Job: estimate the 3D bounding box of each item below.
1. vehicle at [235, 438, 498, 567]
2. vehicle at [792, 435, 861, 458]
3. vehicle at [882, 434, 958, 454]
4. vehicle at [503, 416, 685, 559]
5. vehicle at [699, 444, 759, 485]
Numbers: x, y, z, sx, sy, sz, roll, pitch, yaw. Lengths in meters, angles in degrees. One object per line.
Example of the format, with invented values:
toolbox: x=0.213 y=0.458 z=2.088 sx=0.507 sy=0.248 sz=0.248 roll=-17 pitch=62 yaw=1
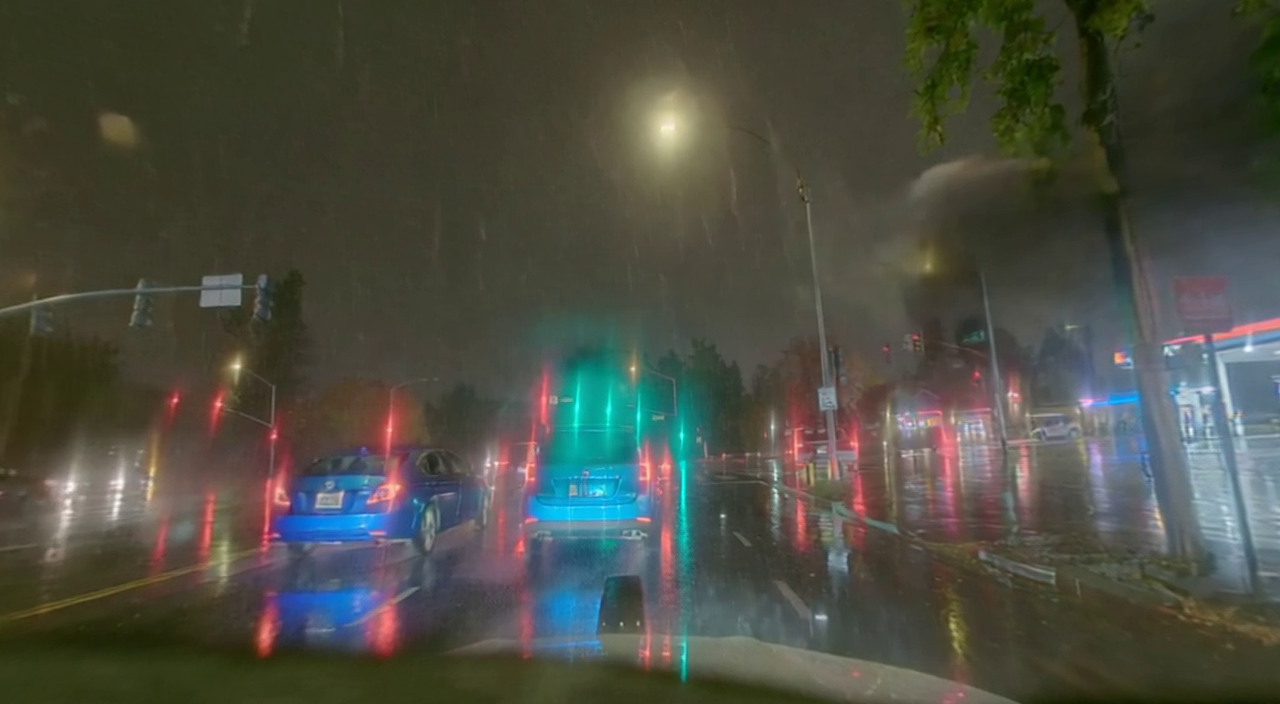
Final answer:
vehicle: x=-3.697 y=2.086 z=9.601 sx=2.003 sy=1.492 sz=4.291 roll=0 pitch=-8 yaw=1
vehicle: x=13.889 y=7.056 z=47.222 sx=4.524 sy=1.681 sz=1.823 roll=0 pitch=-8 yaw=-1
vehicle: x=20.746 y=6.831 z=46.936 sx=4.700 sy=1.417 sz=1.789 roll=0 pitch=-8 yaw=2
vehicle: x=-0.569 y=1.965 z=9.874 sx=2.210 sy=1.722 sz=4.215 roll=0 pitch=-8 yaw=0
vehicle: x=3.583 y=4.356 z=24.844 sx=1.976 sy=1.462 sz=4.342 roll=-2 pitch=-9 yaw=12
